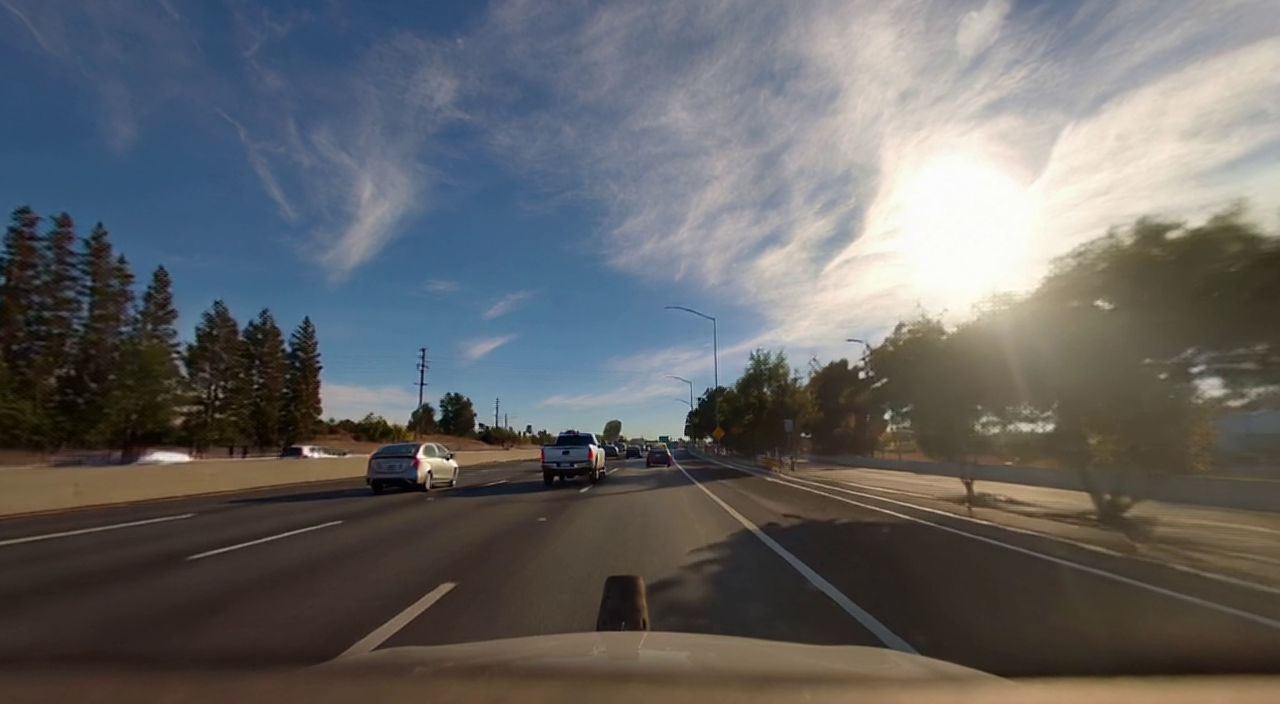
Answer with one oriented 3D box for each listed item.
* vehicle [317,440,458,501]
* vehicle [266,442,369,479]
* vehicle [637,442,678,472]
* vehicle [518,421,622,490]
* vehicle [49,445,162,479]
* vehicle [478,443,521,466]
[{"bbox_3d":[-6.853,3.234,17.658,1.964,1.481,4.425,-1,-8,2],"label":"vehicle"},{"bbox_3d":[-14.158,4.780,27.910,1.938,1.475,4.760,0,-8,2],"label":"vehicle"},{"bbox_3d":[0.869,5.542,33.419,2.013,1.444,4.447,0,-8,0],"label":"vehicle"},{"bbox_3d":[-2.259,3.662,22.645,2.815,2.092,6.526,0,-8,2],"label":"vehicle"},{"bbox_3d":[-24.258,4.995,28.689,1.716,1.424,3.862,0,-9,1],"label":"vehicle"},{"bbox_3d":[-9.817,7.171,44.172,1.915,1.472,4.502,-1,-8,2],"label":"vehicle"}]
